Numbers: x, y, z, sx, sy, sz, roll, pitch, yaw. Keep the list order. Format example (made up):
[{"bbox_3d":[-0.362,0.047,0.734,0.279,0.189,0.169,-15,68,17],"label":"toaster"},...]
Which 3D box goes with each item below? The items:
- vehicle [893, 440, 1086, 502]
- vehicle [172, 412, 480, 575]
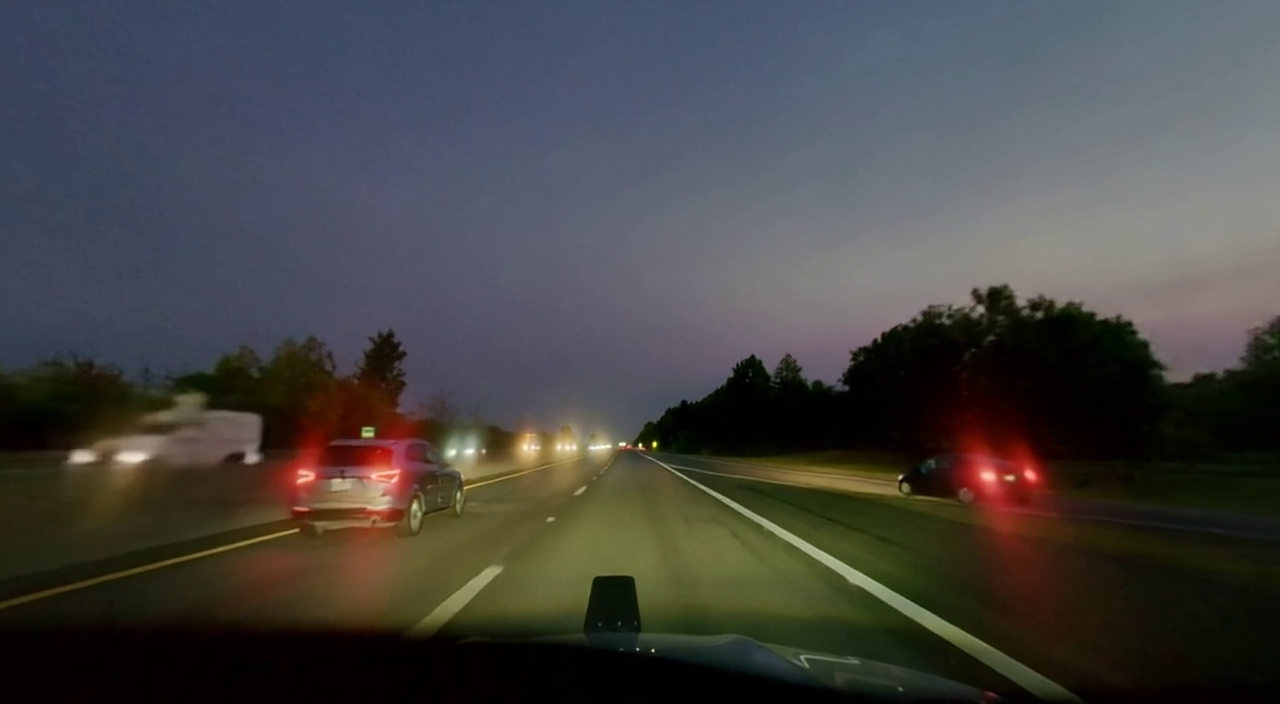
[{"bbox_3d":[10.070,3.426,18.649,2.117,1.558,4.736,2,-9,-18],"label":"vehicle"},{"bbox_3d":[-3.934,1.854,9.006,2.111,1.717,4.426,0,-9,0],"label":"vehicle"}]
